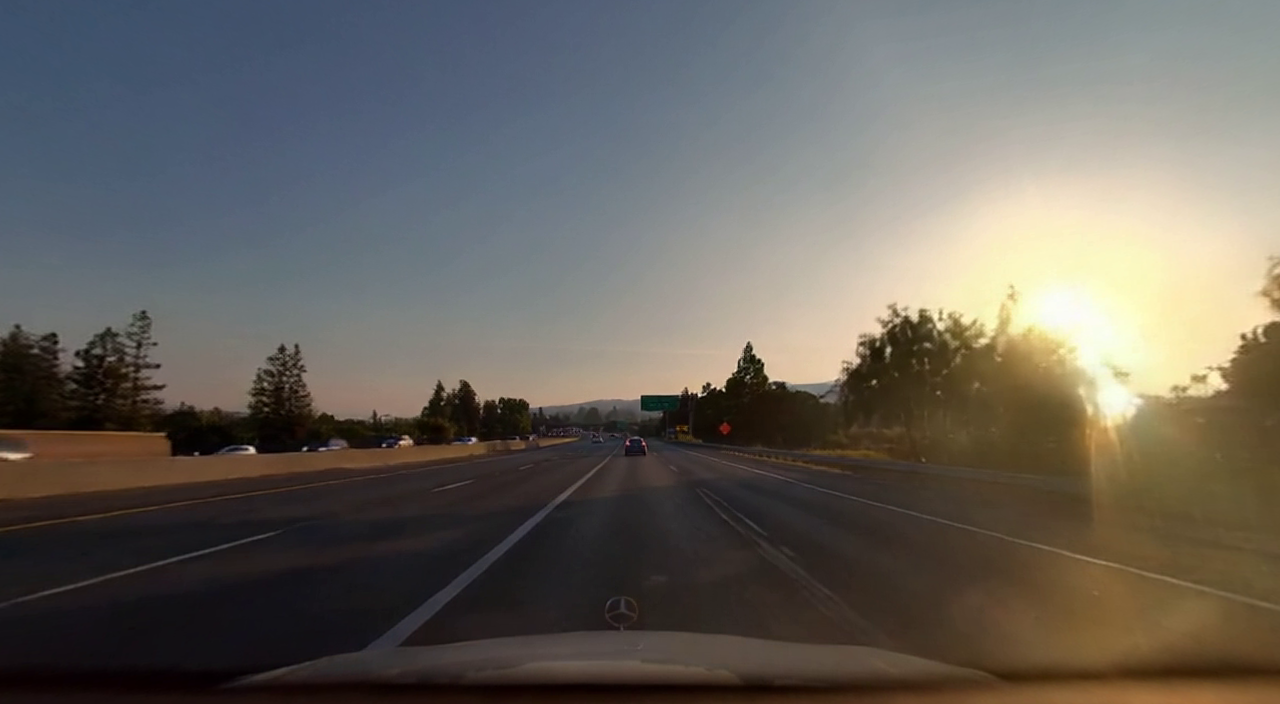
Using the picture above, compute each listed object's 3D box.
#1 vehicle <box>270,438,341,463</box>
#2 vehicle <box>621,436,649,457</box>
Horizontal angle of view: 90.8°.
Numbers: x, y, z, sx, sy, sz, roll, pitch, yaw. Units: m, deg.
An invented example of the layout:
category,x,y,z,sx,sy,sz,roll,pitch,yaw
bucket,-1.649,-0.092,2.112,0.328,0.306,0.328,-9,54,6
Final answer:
category,x,y,z,sx,sy,sz,roll,pitch,yaw
vehicle,-21.489,6.338,40.838,2.059,1.538,4.710,0,-8,0
vehicle,-0.399,7.113,47.598,2.025,1.460,4.189,0,-8,-1
